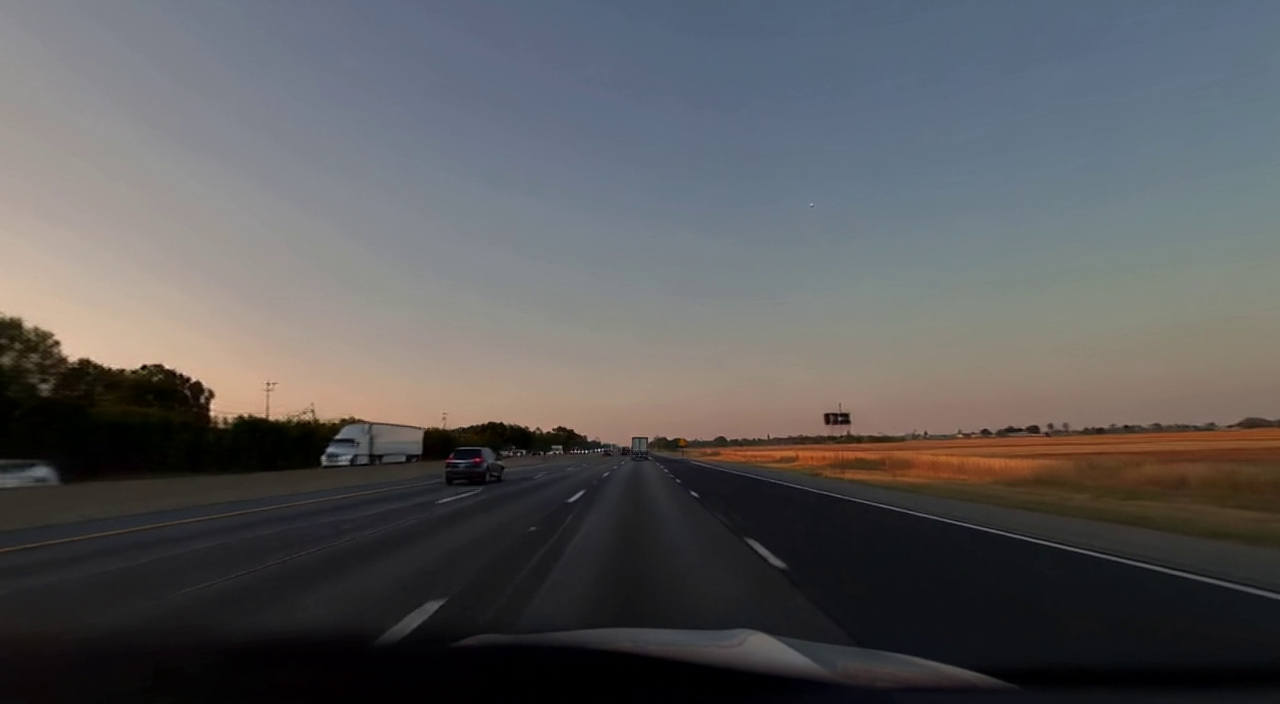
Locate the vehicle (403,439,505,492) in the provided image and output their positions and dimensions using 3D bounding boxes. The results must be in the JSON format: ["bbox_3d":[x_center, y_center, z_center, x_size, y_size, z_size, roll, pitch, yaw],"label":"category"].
[{"bbox_3d":[-6.571,4.092,22.979,2.234,1.698,4.634,0,-9,1],"label":"vehicle"}]
